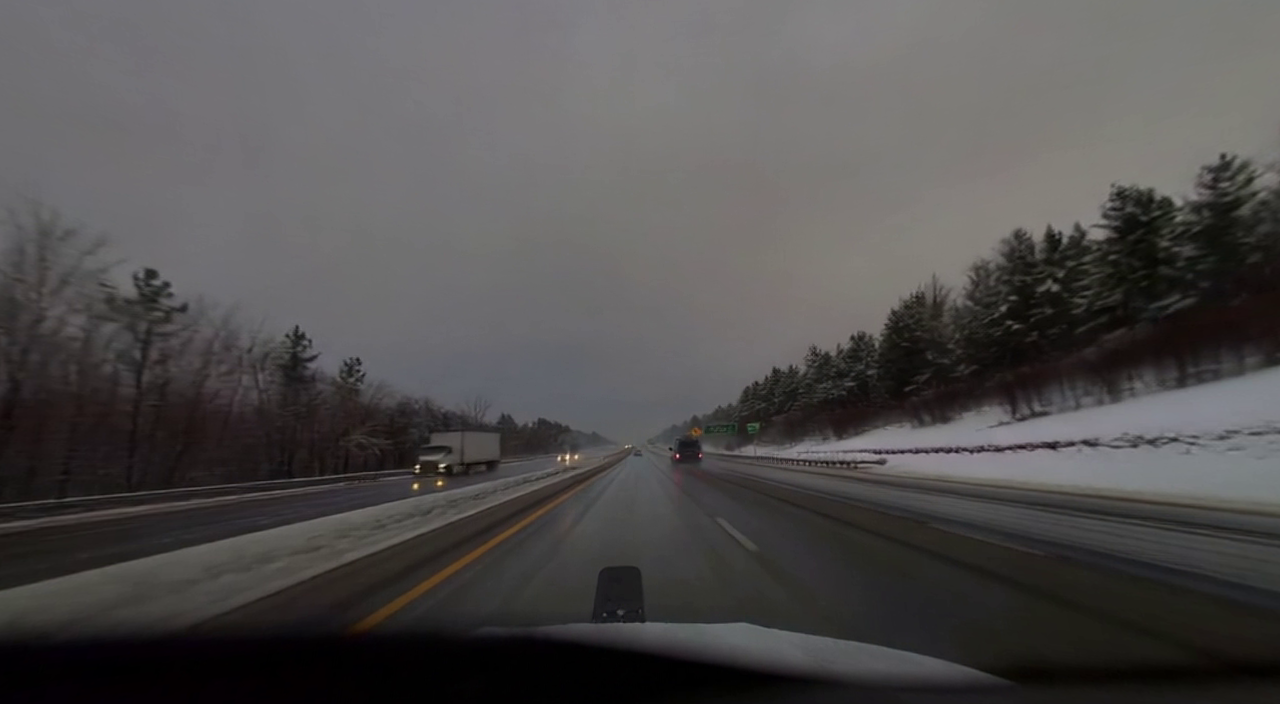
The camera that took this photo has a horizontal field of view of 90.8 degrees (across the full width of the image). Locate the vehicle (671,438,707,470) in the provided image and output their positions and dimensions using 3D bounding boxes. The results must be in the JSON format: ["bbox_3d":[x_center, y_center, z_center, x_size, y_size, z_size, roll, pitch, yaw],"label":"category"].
[{"bbox_3d":[3.693,7.862,48.784,2.242,2.285,5.015,0,-9,-2],"label":"vehicle"}]

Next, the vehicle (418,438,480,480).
[{"bbox_3d":[-12.032,6.784,40.147,2.273,2.442,5.112,0,-9,1],"label":"vehicle"}]
